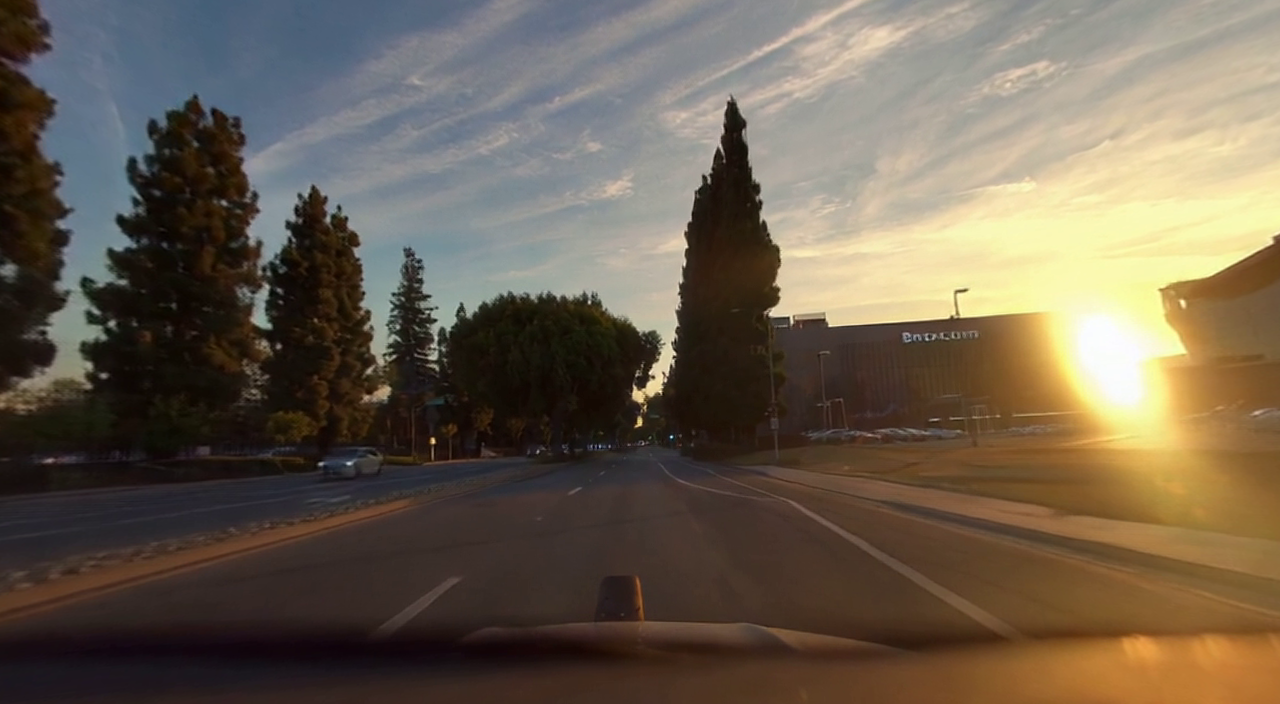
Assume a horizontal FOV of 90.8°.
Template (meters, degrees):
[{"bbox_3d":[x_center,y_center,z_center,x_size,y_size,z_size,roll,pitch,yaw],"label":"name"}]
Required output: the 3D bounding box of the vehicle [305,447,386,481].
[{"bbox_3d":[-16.007,6.094,34.678,2.131,1.679,4.554,-1,-8,2],"label":"vehicle"}]
